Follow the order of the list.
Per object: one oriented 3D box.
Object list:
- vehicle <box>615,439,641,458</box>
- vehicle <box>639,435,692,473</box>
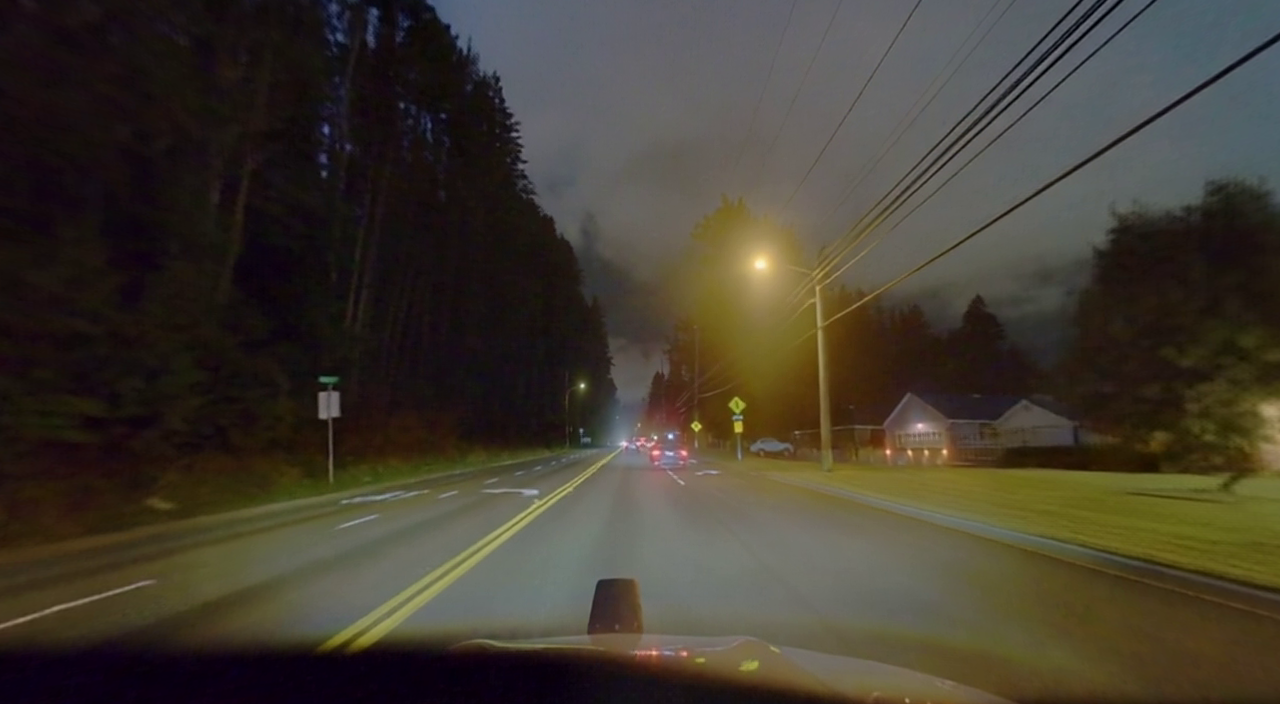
[{"bbox_3d":[-0.907,7.623,49.667,1.927,1.453,3.848,0,-8,0],"label":"vehicle"},{"bbox_3d":[1.017,4.369,27.030,1.975,1.497,3.647,0,-8,-3],"label":"vehicle"}]
